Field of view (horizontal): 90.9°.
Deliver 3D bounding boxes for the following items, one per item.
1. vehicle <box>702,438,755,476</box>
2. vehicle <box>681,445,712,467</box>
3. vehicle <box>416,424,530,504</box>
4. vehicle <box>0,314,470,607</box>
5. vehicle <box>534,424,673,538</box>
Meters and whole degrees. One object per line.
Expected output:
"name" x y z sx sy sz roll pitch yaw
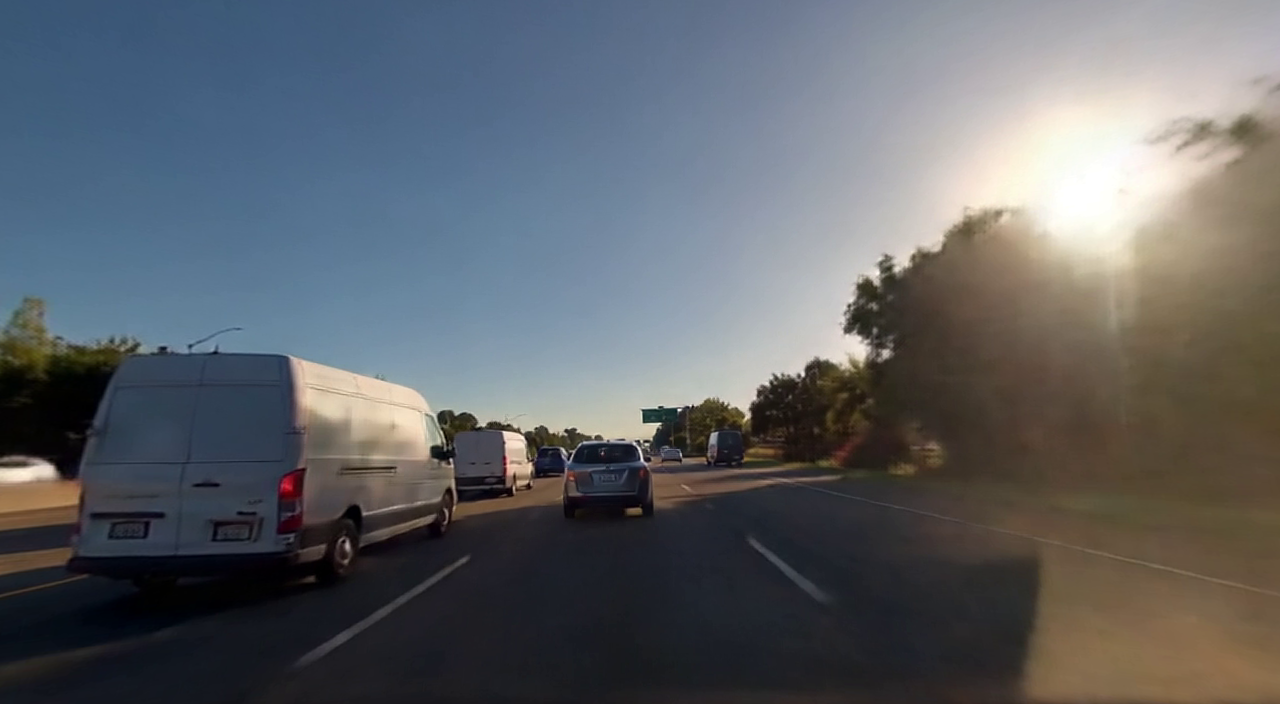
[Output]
"vehicle" 4.370 5.283 31.782 2.003 1.754 4.134 0 -9 0
"vehicle" 4.204 7.803 47.426 1.874 1.512 3.723 0 -9 -1
"vehicle" -4.574 3.146 18.040 2.043 1.987 4.486 0 -9 0
"vehicle" -4.553 1.470 9.128 2.248 2.626 6.837 0 -9 0
"vehicle" -0.573 2.243 11.480 2.093 1.695 3.782 0 -9 -1
